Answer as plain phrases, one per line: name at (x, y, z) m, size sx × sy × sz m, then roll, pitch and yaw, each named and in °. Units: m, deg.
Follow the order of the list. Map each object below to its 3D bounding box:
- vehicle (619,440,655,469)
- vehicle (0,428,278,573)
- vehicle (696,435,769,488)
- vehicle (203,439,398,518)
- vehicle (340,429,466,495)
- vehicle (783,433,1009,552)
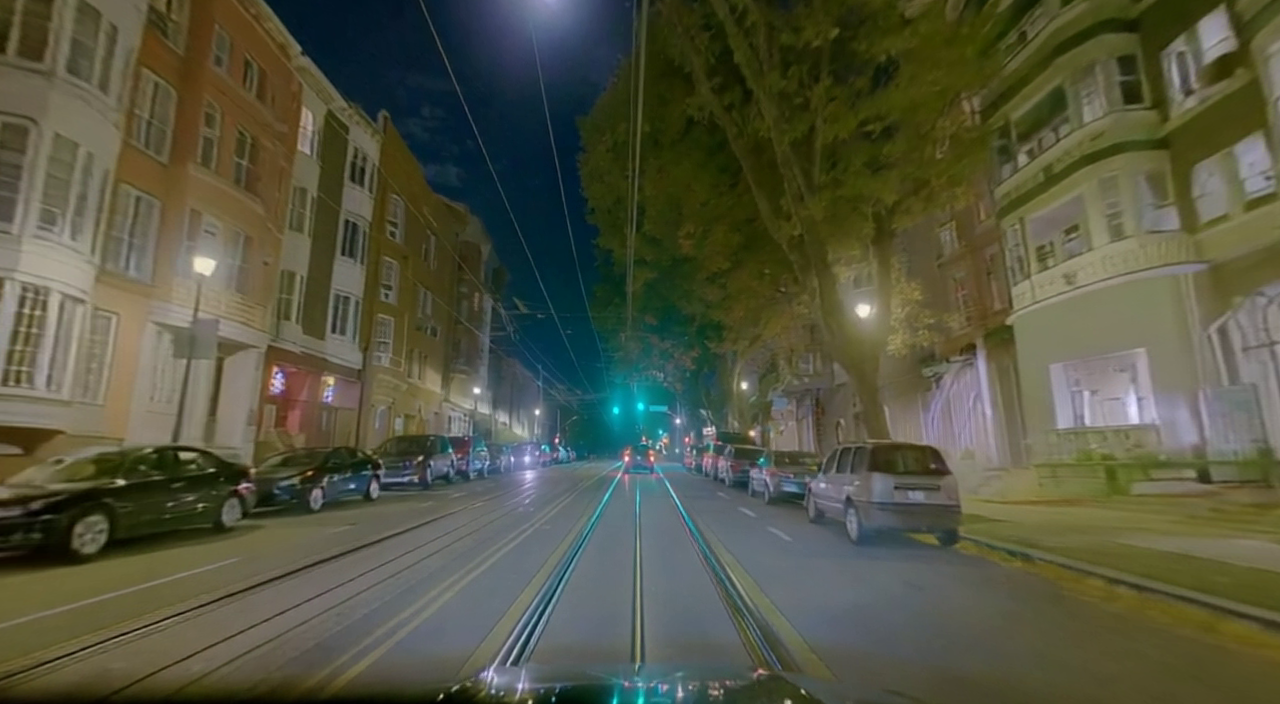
vehicle at (-0.176, 5.802, 35.885) m, size 1.984 × 1.571 × 3.404 m, roll 0°, pitch -9°, yaw 0°
vehicle at (-7.319, 1.958, 8.926) m, size 1.756 × 1.492 × 4.426 m, roll 2°, pitch -10°, yaw -1°
vehicle at (3.825, 4.622, 27.416) m, size 2.242 × 2.000 × 6.340 m, roll 1°, pitch -8°, yaw 0°
vehicle at (-7.374, 2.771, 14.437) m, size 1.833 × 1.477 × 4.851 m, roll 0°, pitch -9°, yaw -1°
vehicle at (-7.294, 3.448, 20.146) m, size 2.049 × 1.821 × 5.066 m, roll 0°, pitch -9°, yaw 0°
vehicle at (3.878, 2.181, 10.546) m, size 1.890 × 1.559 × 4.281 m, roll 0°, pitch -9°, yaw -1°
